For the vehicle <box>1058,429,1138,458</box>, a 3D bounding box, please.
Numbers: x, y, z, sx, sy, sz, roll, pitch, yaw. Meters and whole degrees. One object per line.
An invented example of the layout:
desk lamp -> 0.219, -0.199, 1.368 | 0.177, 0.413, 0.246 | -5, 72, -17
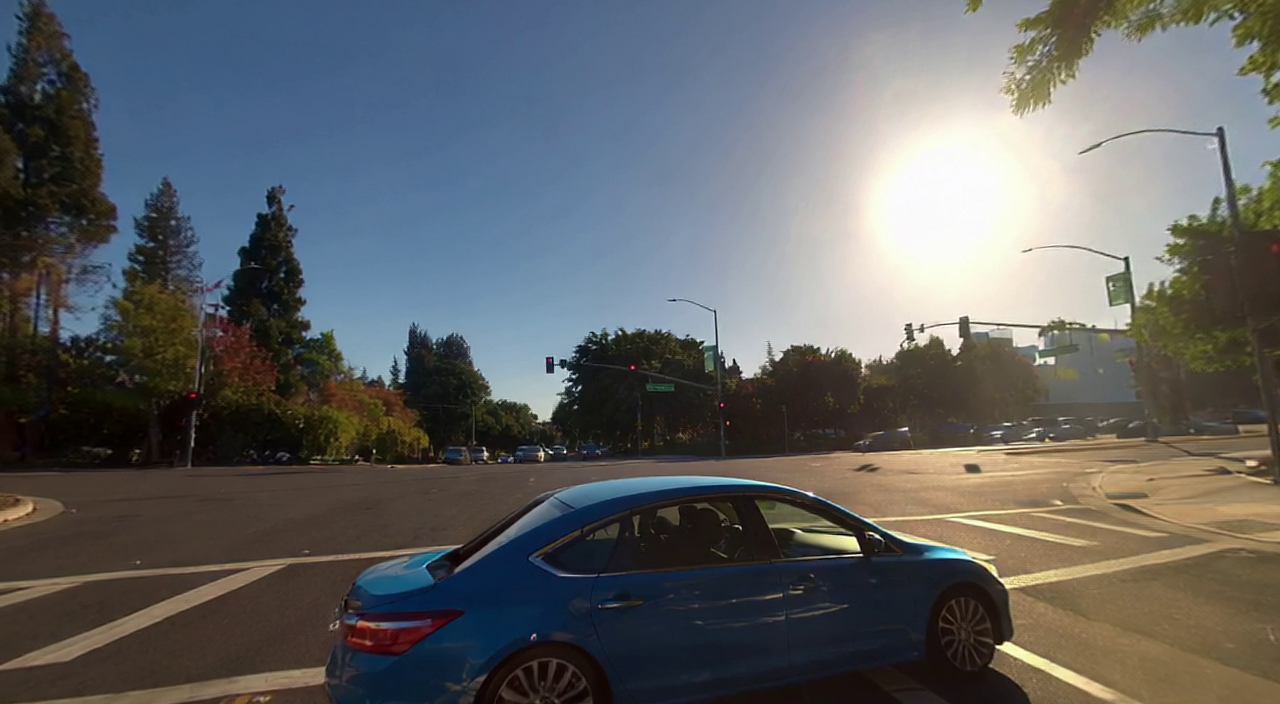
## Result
vehicle -> 36.097, 7.205, 49.735 | 6.148, 2.119, 2.473 | 4, -10, -28

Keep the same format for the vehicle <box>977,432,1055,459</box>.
vehicle -> 26.955, 6.729, 45.262 | 5.032, 1.828, 2.183 | 4, -9, -24

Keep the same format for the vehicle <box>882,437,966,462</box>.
vehicle -> 18.707, 6.425, 41.620 | 5.234, 1.549, 1.982 | 4, -9, -24
